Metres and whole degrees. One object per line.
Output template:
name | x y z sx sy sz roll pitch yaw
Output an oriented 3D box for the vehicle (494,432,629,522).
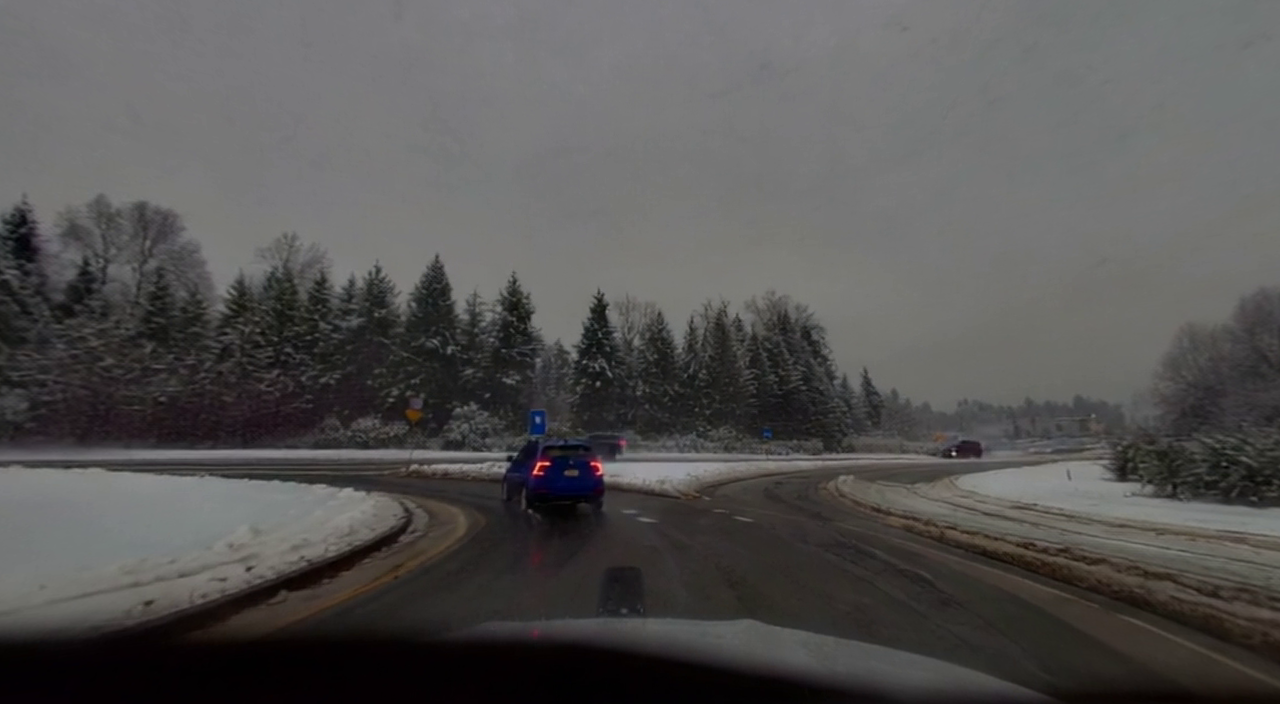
vehicle | -1.847 2.608 13.644 2.078 1.607 4.010 3 -10 -19
